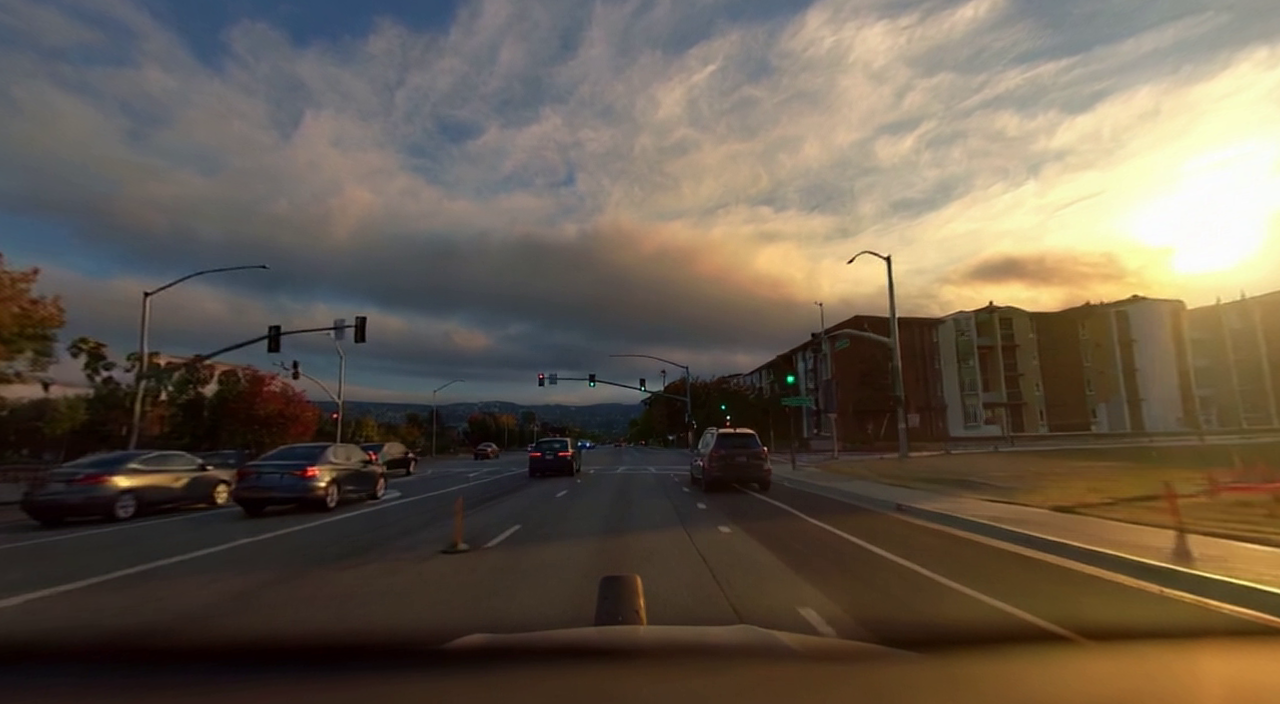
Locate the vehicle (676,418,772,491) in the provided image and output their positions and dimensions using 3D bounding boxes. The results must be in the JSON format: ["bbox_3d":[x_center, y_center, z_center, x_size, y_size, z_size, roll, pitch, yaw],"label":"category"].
[{"bbox_3d":[2.278,2.959,18.431,2.197,1.835,4.316,0,-9,0],"label":"vehicle"}]

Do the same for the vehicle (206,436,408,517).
[{"bbox_3d":[-7.068,2.672,14.123,1.928,1.488,4.635,0,-8,1],"label":"vehicle"}]

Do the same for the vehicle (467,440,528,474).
[{"bbox_3d":[-6.704,4.959,30.099,1.993,1.492,3.666,0,-9,0],"label":"vehicle"}]

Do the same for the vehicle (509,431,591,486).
[{"bbox_3d":[-2.895,3.532,21.242,2.121,1.654,3.993,0,-8,1],"label":"vehicle"}]

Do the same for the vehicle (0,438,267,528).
[{"bbox_3d":[-9.898,2.531,12.865,1.874,1.492,4.475,0,-9,0],"label":"vehicle"}]
